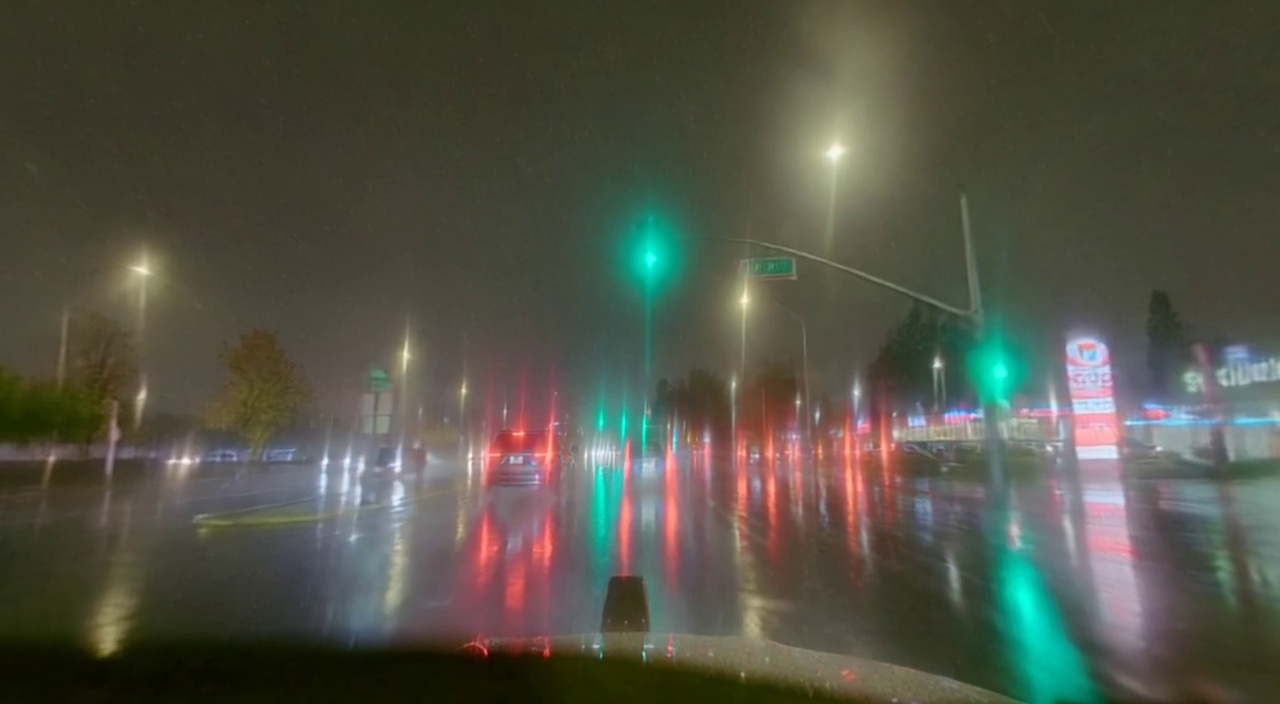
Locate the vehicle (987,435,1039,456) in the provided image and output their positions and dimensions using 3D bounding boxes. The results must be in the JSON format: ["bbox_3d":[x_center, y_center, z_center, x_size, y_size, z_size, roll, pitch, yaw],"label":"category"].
[{"bbox_3d":[28.873,7.210,48.744,3.799,1.541,1.747,5,-10,-30],"label":"vehicle"}]

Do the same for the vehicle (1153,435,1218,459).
[{"bbox_3d":[34.568,5.996,39.914,4.052,1.445,1.889,5,-10,-32],"label":"vehicle"}]

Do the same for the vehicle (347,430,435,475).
[{"bbox_3d":[-11.679,4.760,30.024,2.165,1.926,4.899,0,-8,0],"label":"vehicle"}]

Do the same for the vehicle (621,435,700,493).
[{"bbox_3d":[0.537,3.237,18.604,2.061,1.494,4.079,0,-8,0],"label":"vehicle"}]

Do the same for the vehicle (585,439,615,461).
[{"bbox_3d":[-2.920,7.274,46.852,1.902,1.522,3.523,0,-8,1],"label":"vehicle"}]

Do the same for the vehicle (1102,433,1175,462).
[{"bbox_3d":[29.314,5.587,37.018,4.225,1.502,1.915,3,-9,-32],"label":"vehicle"}]

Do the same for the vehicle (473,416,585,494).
[{"bbox_3d":[-3.031,2.984,18.526,2.289,1.935,5.227,0,-8,1],"label":"vehicle"}]

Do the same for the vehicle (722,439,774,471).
[{"bbox_3d":[5.364,5.173,31.911,1.900,1.507,4.151,0,-8,0],"label":"vehicle"}]

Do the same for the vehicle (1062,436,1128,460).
[{"bbox_3d":[28.461,5.981,39.377,3.873,1.429,1.765,5,-10,-29],"label":"vehicle"}]

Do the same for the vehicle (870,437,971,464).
[{"bbox_3d":[15.650,5.487,35.265,4.756,1.422,1.831,0,-8,-1],"label":"vehicle"}]
